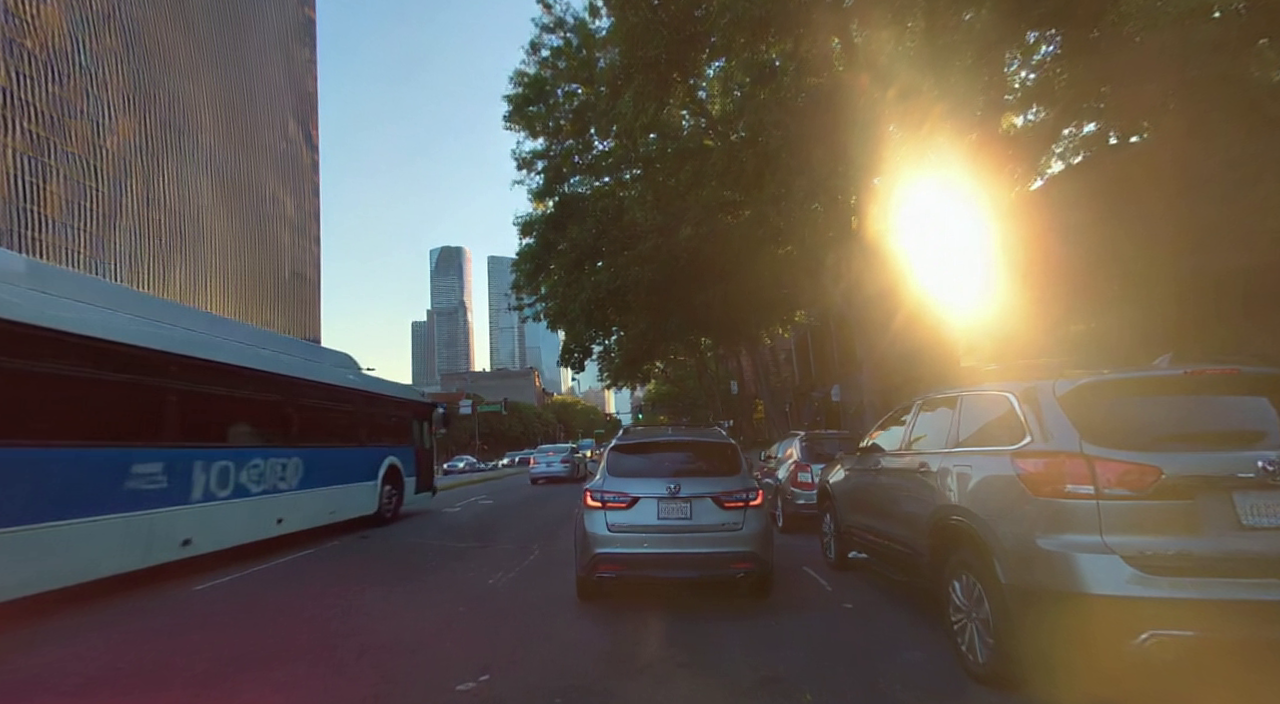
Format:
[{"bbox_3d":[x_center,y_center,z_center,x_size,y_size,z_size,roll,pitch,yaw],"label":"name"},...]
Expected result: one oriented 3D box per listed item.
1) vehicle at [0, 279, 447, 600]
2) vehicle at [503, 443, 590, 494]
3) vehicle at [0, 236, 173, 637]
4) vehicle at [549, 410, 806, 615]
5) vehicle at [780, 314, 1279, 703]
[{"bbox_3d":[-6.798,1.611,11.594,3.152,3.309,10.159,0,-9,1],"label":"vehicle"},{"bbox_3d":[-2.961,3.825,21.159,2.088,1.483,4.708,0,-9,1],"label":"vehicle"},{"bbox_3d":[-6.820,0.279,2.443,2.907,3.307,9.137,0,-9,0],"label":"vehicle"},{"bbox_3d":[0.242,1.550,6.888,2.045,1.608,3.573,0,-9,-2],"label":"vehicle"},{"bbox_3d":[2.757,1.115,4.988,2.117,1.855,4.794,0,-9,-1],"label":"vehicle"}]
